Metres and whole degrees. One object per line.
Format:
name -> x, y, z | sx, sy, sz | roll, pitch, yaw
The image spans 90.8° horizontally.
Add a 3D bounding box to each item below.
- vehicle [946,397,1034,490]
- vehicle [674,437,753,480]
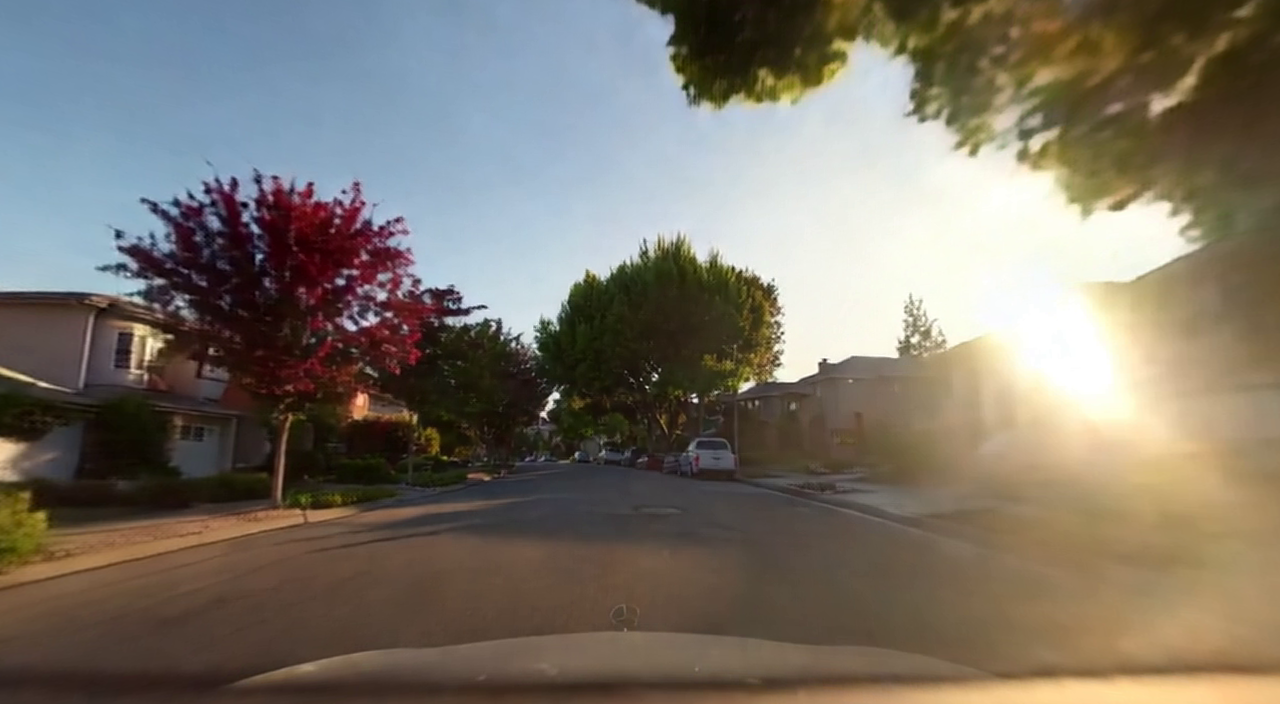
vehicle -> 9.678, 2.529, 17.463 | 1.820, 2.366, 1.453 | -6, -11, 35
vehicle -> 3.559, 5.339, 31.940 | 2.715, 1.900, 6.163 | 2, -9, -5
